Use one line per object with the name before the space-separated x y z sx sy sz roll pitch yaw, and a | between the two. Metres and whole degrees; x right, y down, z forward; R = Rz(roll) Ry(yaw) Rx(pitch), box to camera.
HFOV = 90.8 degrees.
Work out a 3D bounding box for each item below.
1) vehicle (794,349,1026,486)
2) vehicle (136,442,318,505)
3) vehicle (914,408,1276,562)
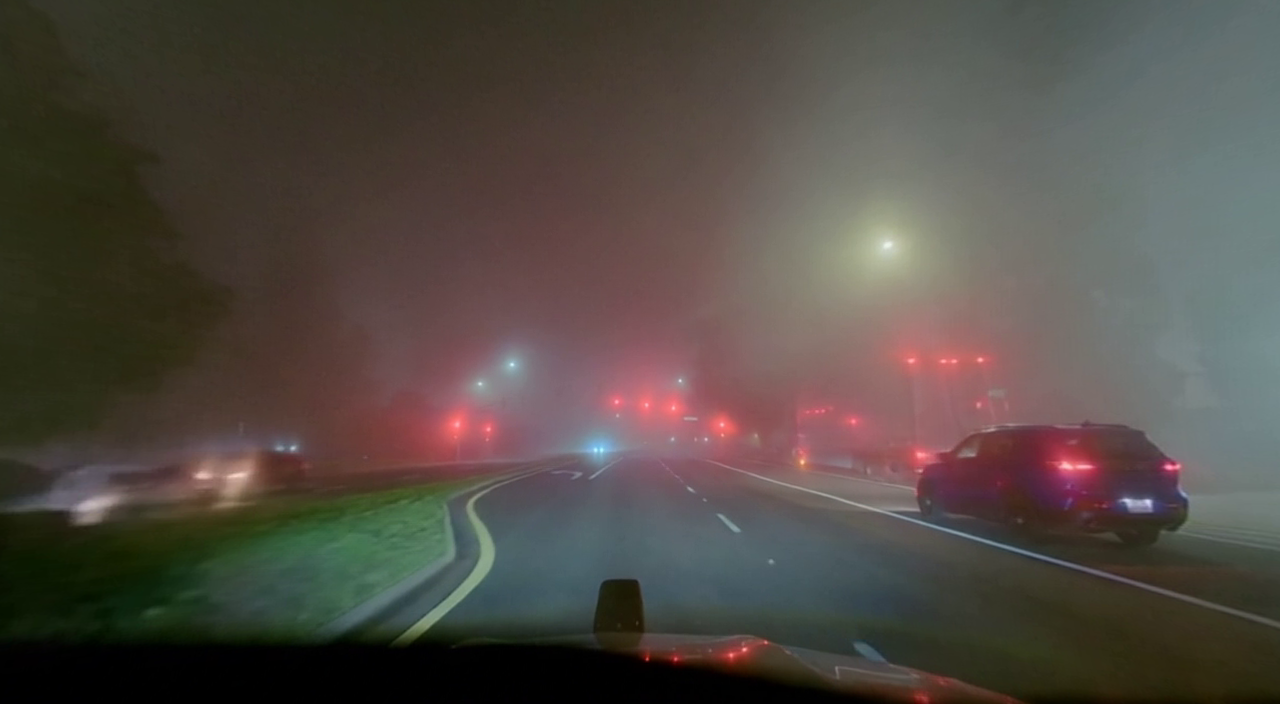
vehicle | 10.341 3.218 27.977 2.975 4.201 17.050 0 -8 1
vehicle | -11.231 3.294 17.703 1.954 1.496 4.590 0 -8 1
vehicle | 6.283 1.874 9.672 2.012 1.754 4.635 0 -8 -1
